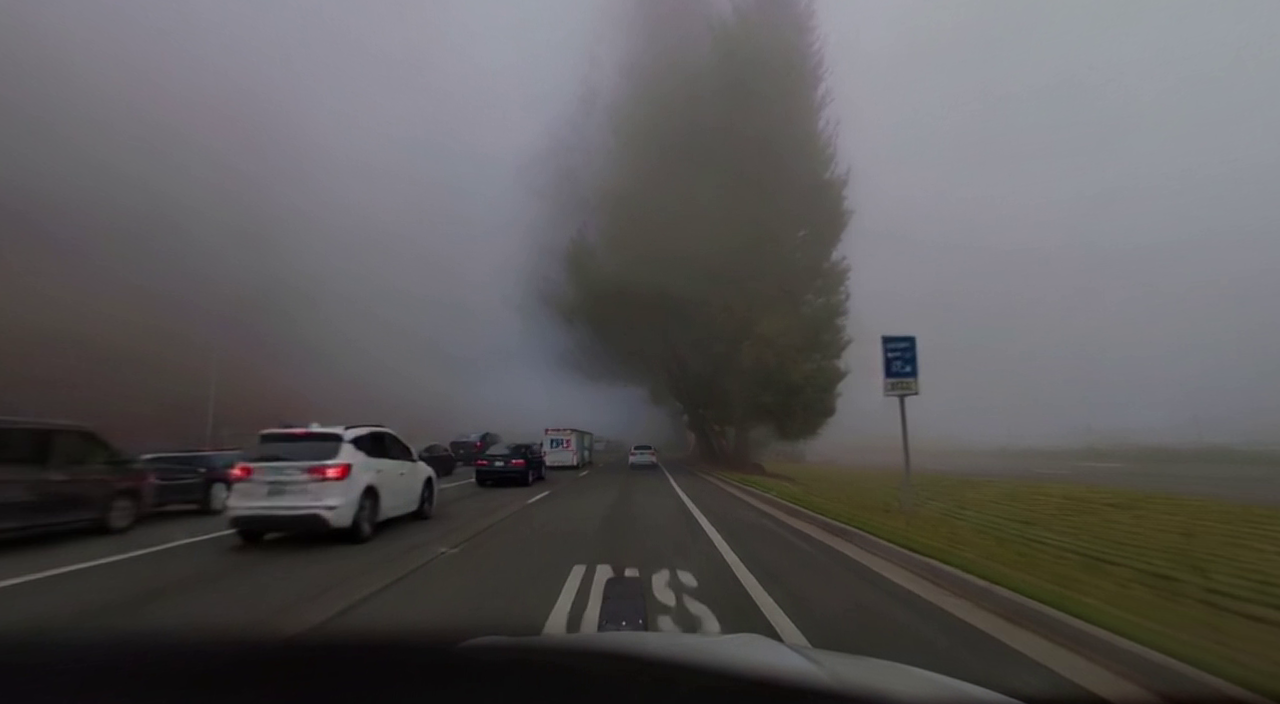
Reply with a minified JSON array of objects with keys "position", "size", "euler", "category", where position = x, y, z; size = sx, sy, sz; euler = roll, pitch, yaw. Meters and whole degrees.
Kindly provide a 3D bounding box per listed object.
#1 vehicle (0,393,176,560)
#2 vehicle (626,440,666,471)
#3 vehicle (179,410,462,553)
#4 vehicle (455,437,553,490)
[{"position":[-8.060,1.489,7.222],"size":[2.062,1.820,4.577],"euler":[-5,-8,1],"category":"vehicle"},{"position":[0.312,5.206,31.880],"size":[1.875,1.453,3.888],"euler":[-1,-8,0],"category":"vehicle"},{"position":[-4.560,1.919,10.025],"size":[2.042,1.713,4.493],"euler":[-1,-8,1],"category":"vehicle"},{"position":[-4.168,3.497,20.149],"size":[2.121,1.485,4.363],"euler":[-1,-8,1],"category":"vehicle"}]
